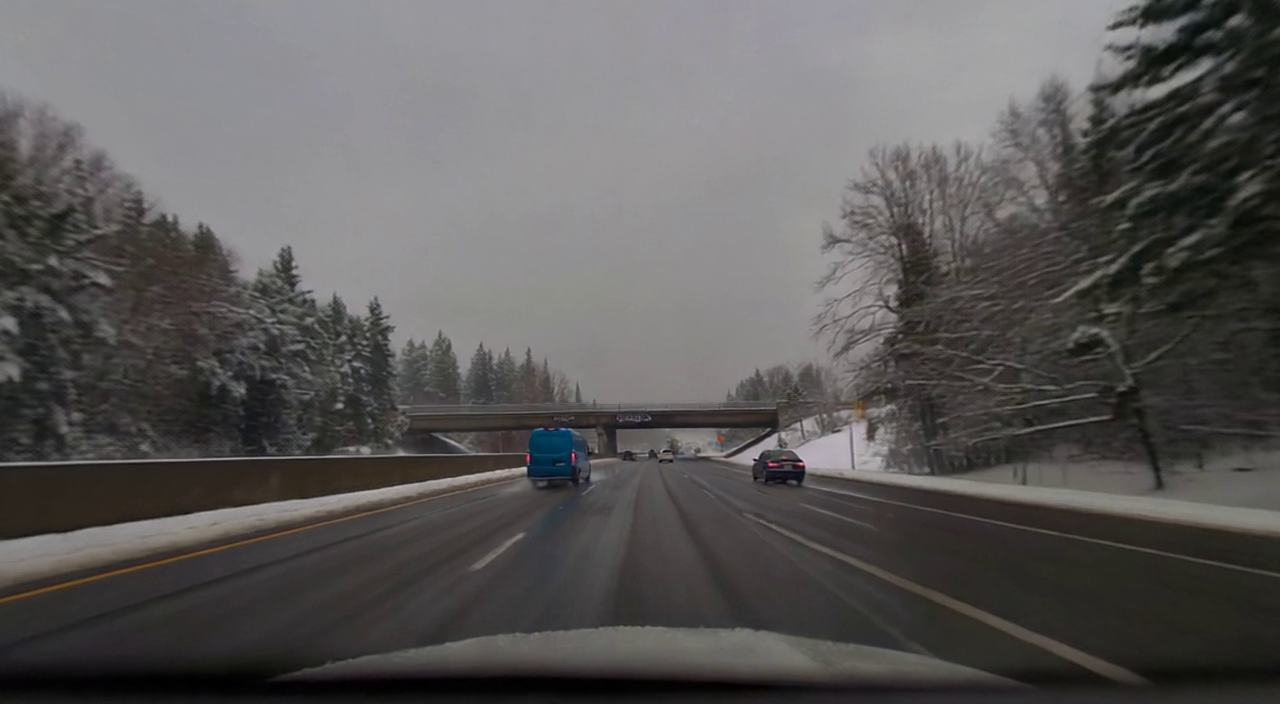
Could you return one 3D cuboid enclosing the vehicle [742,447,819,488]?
[{"bbox_3d":[5.651,4.663,25.926,1.972,1.492,4.623,0,-9,-2],"label":"vehicle"}]

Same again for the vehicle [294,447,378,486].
[{"bbox_3d":[-16.609,6.256,34.788,2.134,1.981,4.851,0,-9,1],"label":"vehicle"}]

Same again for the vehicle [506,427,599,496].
[{"bbox_3d":[-2.743,3.633,21.260,2.310,2.030,5.094,0,-9,1],"label":"vehicle"}]
